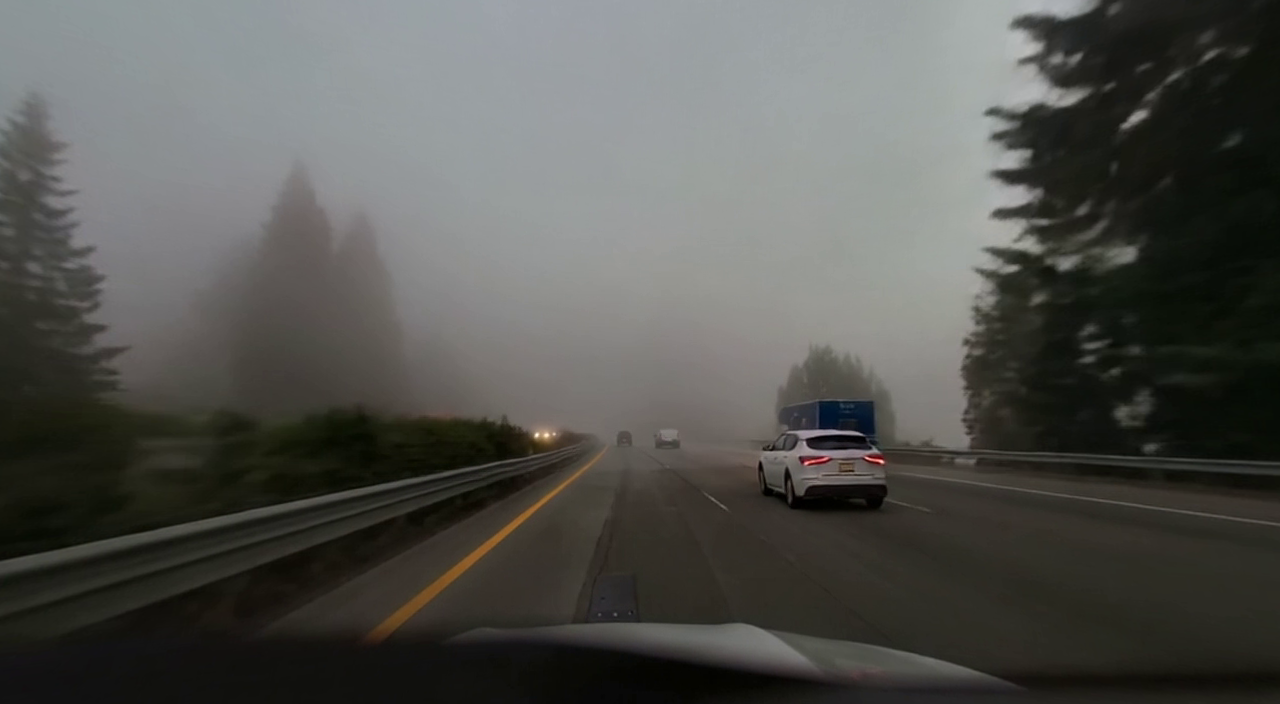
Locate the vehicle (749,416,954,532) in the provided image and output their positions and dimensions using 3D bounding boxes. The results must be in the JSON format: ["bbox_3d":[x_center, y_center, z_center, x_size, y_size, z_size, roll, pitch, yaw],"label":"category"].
[{"bbox_3d":[3.243,1.939,10.605,2.002,1.569,3.845,0,-8,-2],"label":"vehicle"}]
